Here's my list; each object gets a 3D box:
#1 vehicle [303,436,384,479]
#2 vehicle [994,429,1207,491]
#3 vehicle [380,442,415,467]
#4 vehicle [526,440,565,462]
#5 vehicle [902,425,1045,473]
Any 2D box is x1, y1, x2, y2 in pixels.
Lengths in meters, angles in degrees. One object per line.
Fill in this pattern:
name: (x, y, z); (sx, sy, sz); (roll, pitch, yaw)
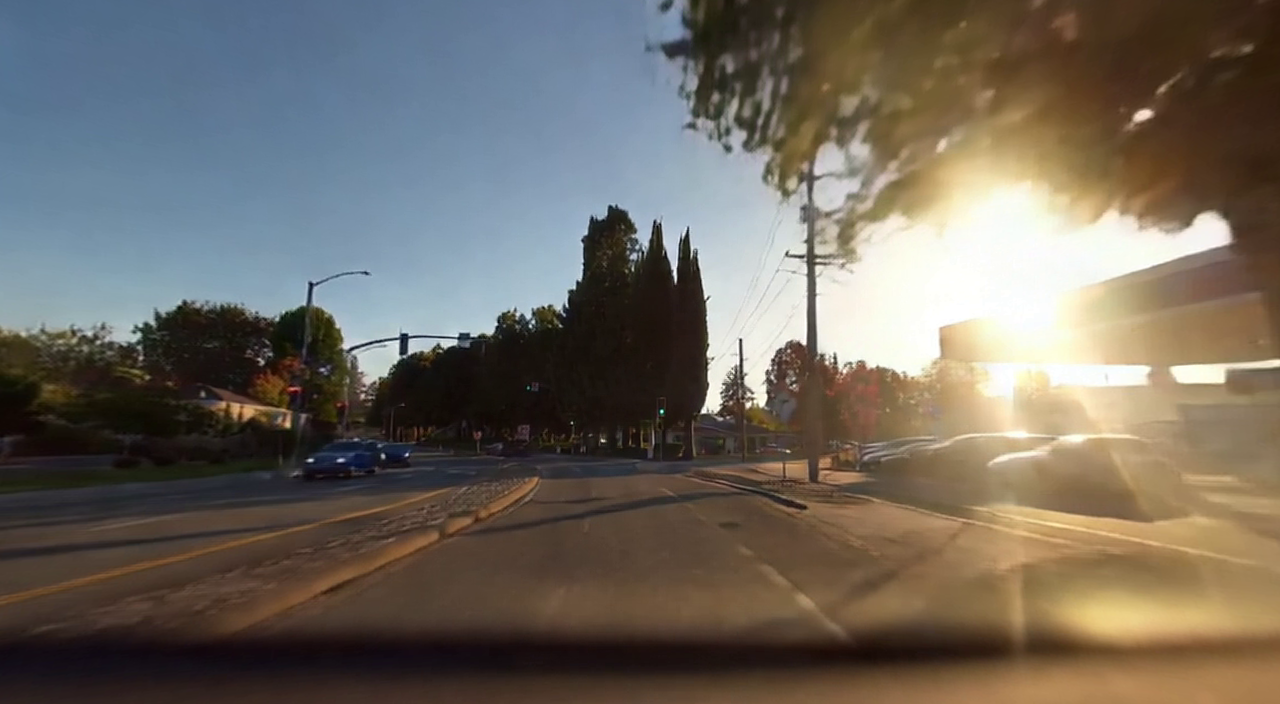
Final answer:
vehicle: (-12.173, 4.308, 26.234); (1.918, 1.628, 4.011); (1, -8, -8)
vehicle: (14.178, 3.310, 19.720); (4.996, 1.720, 2.027); (0, -5, 2)
vehicle: (-16.643, 7.015, 43.492); (1.863, 1.439, 4.351); (1, -7, -17)
vehicle: (-6.934, 7.169, 46.163); (2.094, 1.500, 3.682); (3, -8, -19)
vehicle: (13.306, 3.896, 25.453); (4.444, 1.815, 2.239); (0, -8, 1)
